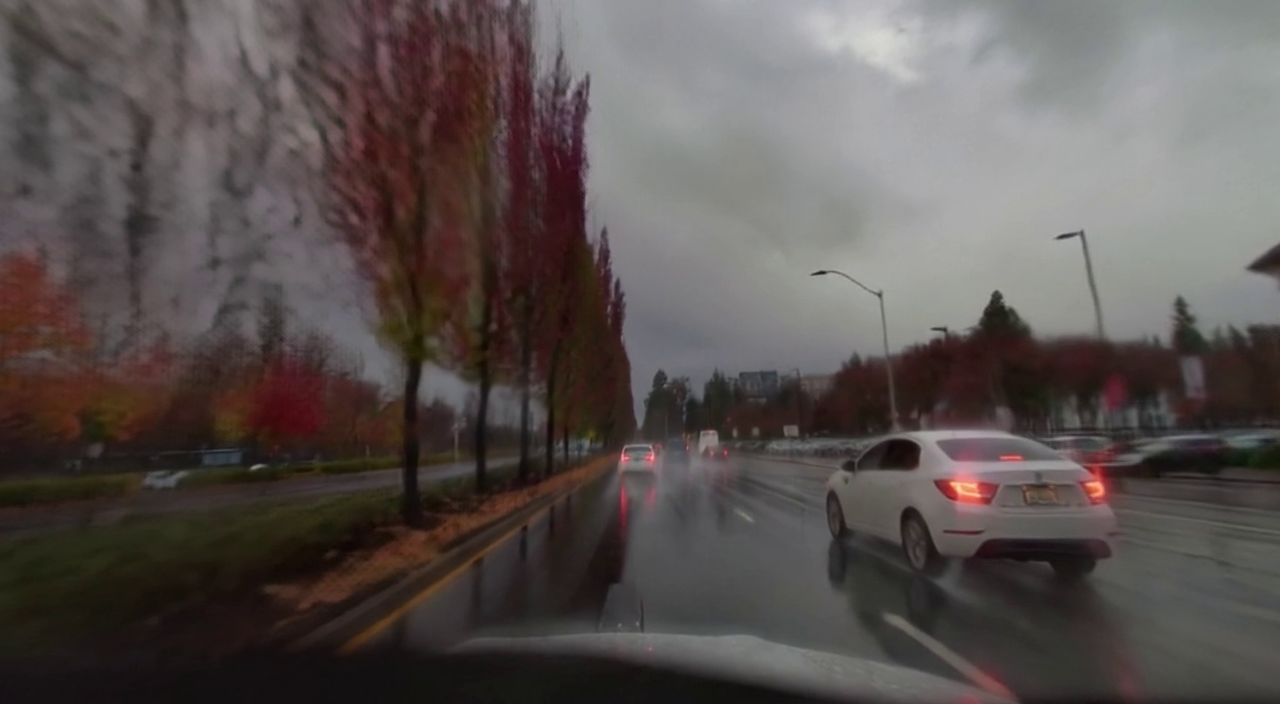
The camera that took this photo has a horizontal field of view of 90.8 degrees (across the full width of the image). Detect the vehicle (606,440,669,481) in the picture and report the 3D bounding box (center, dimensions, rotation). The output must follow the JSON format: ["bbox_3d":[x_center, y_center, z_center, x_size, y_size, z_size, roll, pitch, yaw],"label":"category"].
[{"bbox_3d":[-0.143,4.281,25.148,2.289,1.471,4.477,0,-9,-2],"label":"vehicle"}]

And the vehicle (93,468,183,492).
[{"bbox_3d":[-33.775,8.588,42.569,4.571,1.480,2.013,-1,-9,8],"label":"vehicle"}]

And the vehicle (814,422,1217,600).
[{"bbox_3d":[3.773,1.660,7.543,2.094,1.480,4.323,0,-9,-1],"label":"vehicle"}]
